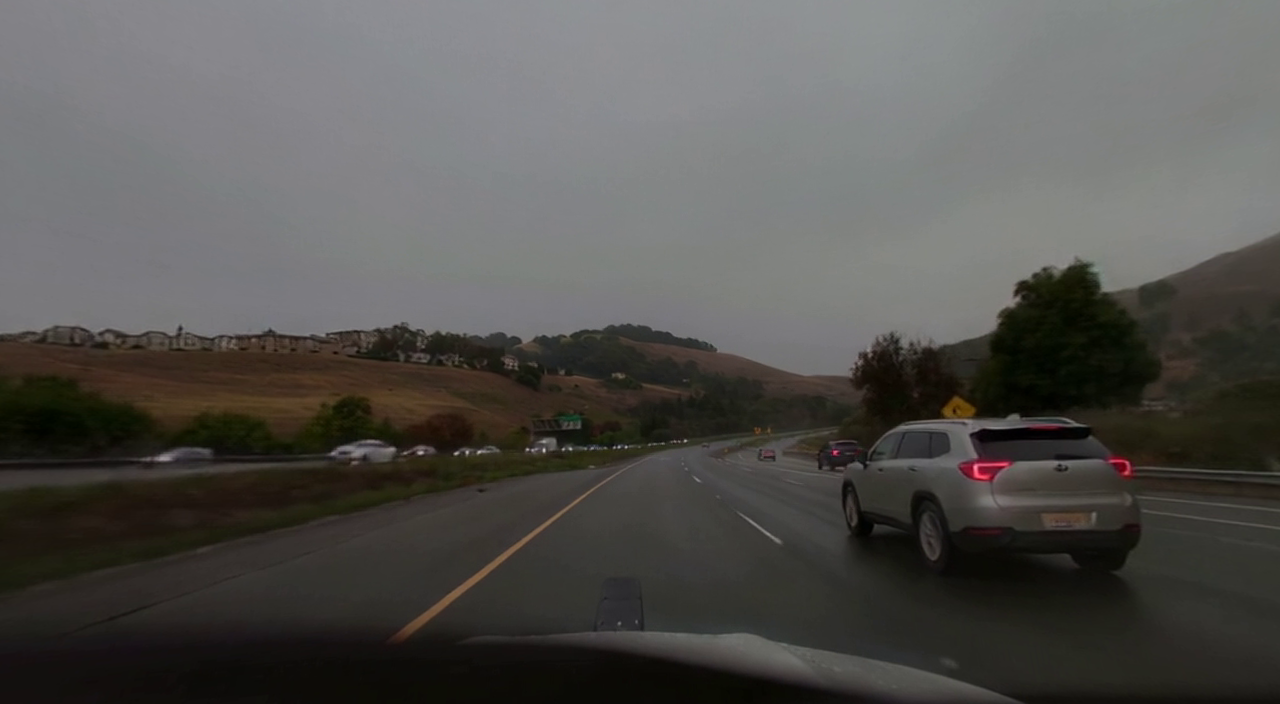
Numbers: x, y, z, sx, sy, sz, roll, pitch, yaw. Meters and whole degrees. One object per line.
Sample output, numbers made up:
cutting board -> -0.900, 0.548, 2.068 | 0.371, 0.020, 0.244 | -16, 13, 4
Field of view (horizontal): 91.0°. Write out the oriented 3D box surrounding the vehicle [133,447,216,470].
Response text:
vehicle -> -32.364, 7.395, 43.927 | 1.971, 1.477, 4.562 | -1, -9, 5

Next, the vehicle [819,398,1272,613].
vehicle -> 4.022, 1.612, 7.568 | 2.318, 1.766, 4.587 | 0, -9, -1

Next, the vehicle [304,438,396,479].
vehicle -> -16.217, 5.953, 35.643 | 2.238, 2.109, 5.879 | 0, -9, 2
